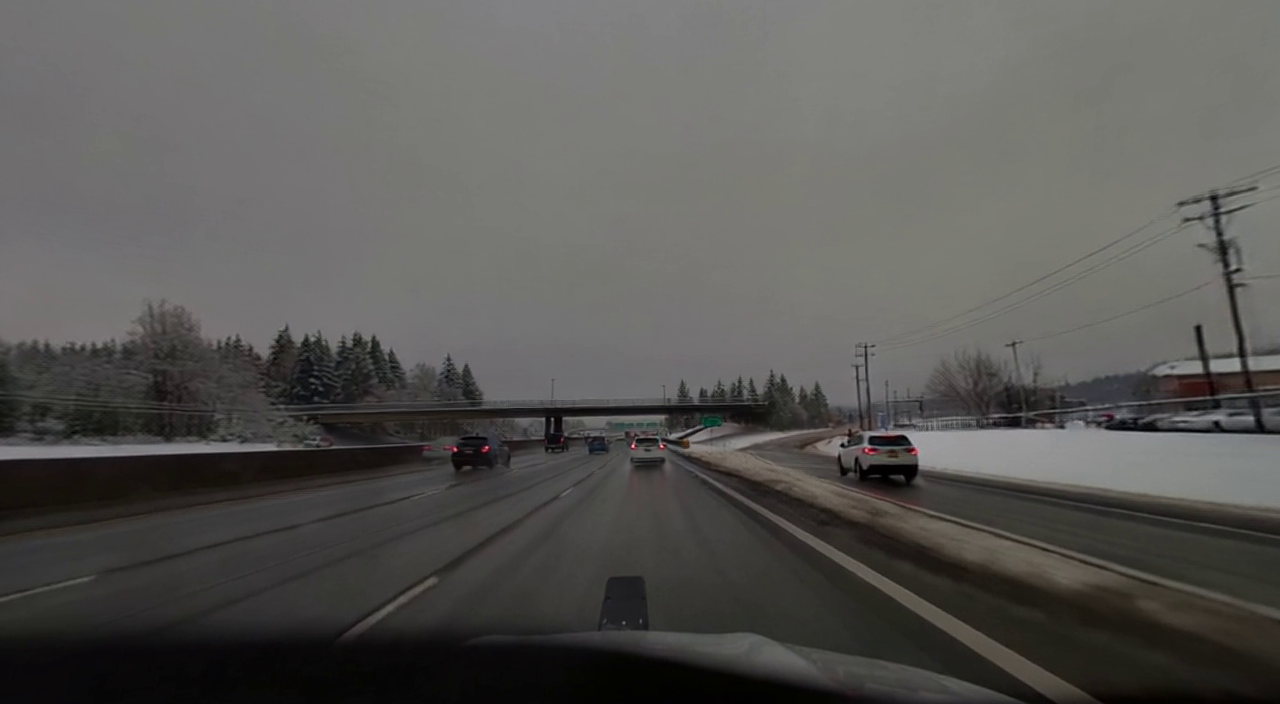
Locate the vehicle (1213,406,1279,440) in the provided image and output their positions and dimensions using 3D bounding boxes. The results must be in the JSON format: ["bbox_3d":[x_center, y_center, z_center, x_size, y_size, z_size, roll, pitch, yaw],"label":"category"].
[{"bbox_3d":[28.753,3.241,28.478,1.797,1.435,4.566,-1,-9,6],"label":"vehicle"}]

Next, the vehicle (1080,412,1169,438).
[{"bbox_3d":[30.090,4.618,39.367,1.926,1.468,5.111,-1,-9,6],"label":"vehicle"}]

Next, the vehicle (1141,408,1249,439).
[{"bbox_3d":[29.517,3.894,33.776,1.842,1.460,4.810,-1,-9,7],"label":"vehicle"}]

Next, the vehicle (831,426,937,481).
[{"bbox_3d":[8.172,3.454,21.644,2.095,1.674,4.530,-1,-9,4],"label":"vehicle"}]

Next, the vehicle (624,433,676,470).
[{"bbox_3d":[0.394,4.423,28.037,2.145,1.493,4.146,0,-9,0],"label":"vehicle"}]

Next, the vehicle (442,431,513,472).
[{"bbox_3d":[-7.281,4.506,28.705,2.067,1.682,4.388,0,-9,0],"label":"vehicle"}]

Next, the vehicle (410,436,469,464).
[{"bbox_3d":[-11.514,5.676,36.555,1.858,1.491,4.734,0,-9,0],"label":"vehicle"}]
